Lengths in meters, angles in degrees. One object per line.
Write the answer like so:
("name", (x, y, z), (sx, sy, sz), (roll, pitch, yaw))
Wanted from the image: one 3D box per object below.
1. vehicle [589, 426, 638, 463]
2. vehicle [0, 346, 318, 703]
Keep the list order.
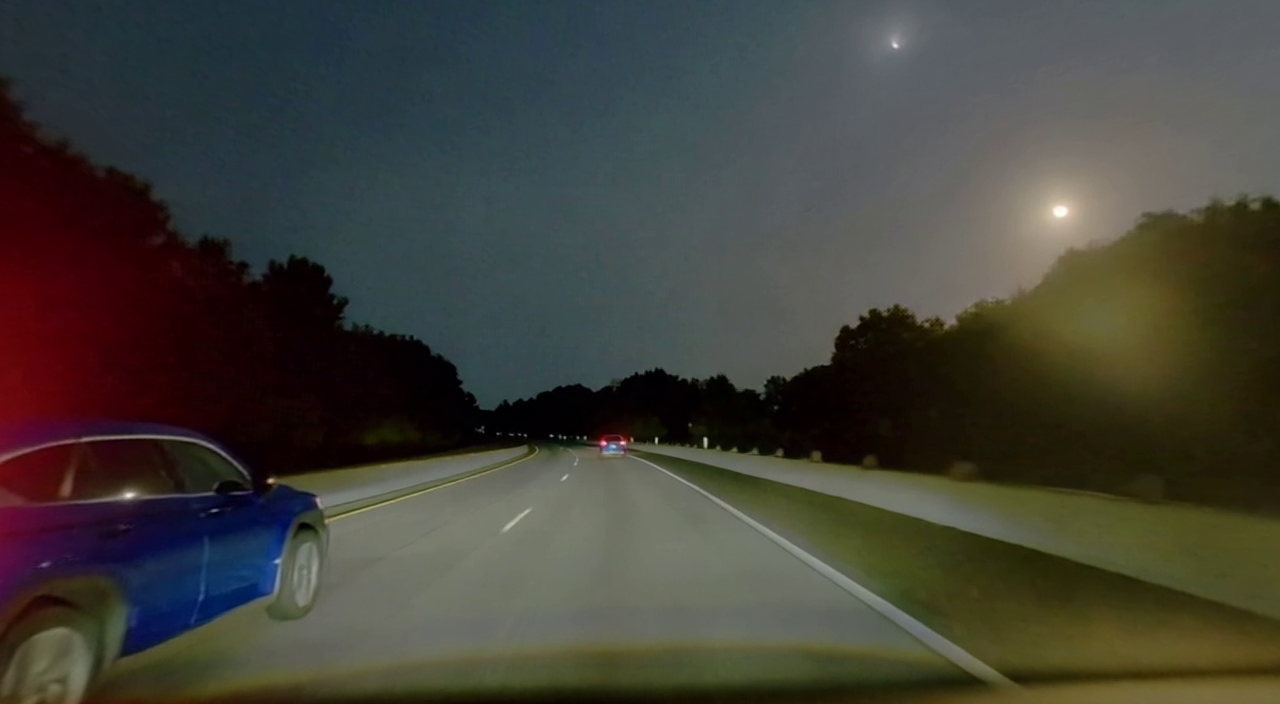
("vehicle", (-1.508, 4.979, 34.130), (2.452, 1.857, 4.022), (1, -8, -5))
("vehicle", (-4.181, 0.993, 3.766), (2.053, 1.847, 4.760), (0, -8, -1))
